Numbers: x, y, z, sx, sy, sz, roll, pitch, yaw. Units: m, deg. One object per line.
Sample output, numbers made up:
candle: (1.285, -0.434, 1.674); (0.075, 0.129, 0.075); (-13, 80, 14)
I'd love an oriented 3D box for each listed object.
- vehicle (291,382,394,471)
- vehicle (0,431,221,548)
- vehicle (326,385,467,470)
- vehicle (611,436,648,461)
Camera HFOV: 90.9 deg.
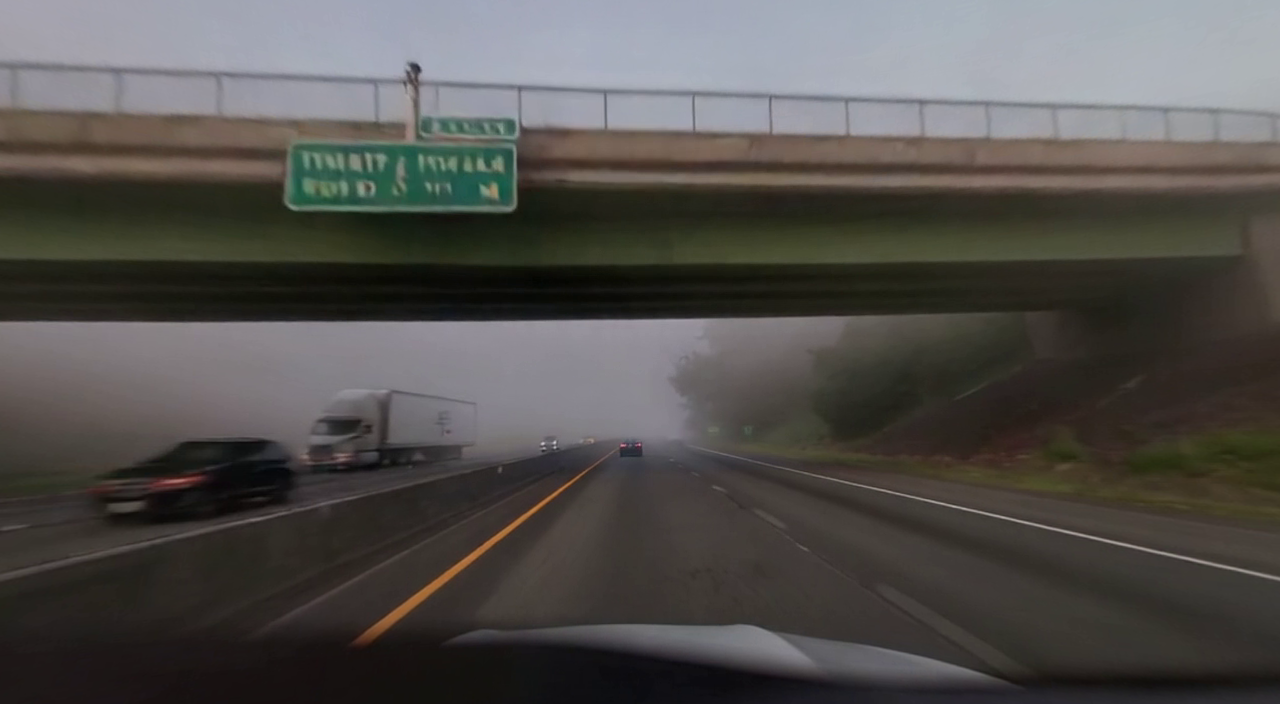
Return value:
vehicle: (-13.671, 3.457, 29.234); (3.204, 3.934, 2.841); (0, -7, -1)
vehicle: (-8.405, 1.883, 9.381); (1.790, 1.375, 3.778); (0, -7, -2)
vehicle: (-13.768, 4.586, 37.718); (2.905, 4.072, 14.272); (0, -8, -1)
vehicle: (-0.615, 5.481, 35.946); (1.996, 1.325, 4.029); (0, -7, -1)
